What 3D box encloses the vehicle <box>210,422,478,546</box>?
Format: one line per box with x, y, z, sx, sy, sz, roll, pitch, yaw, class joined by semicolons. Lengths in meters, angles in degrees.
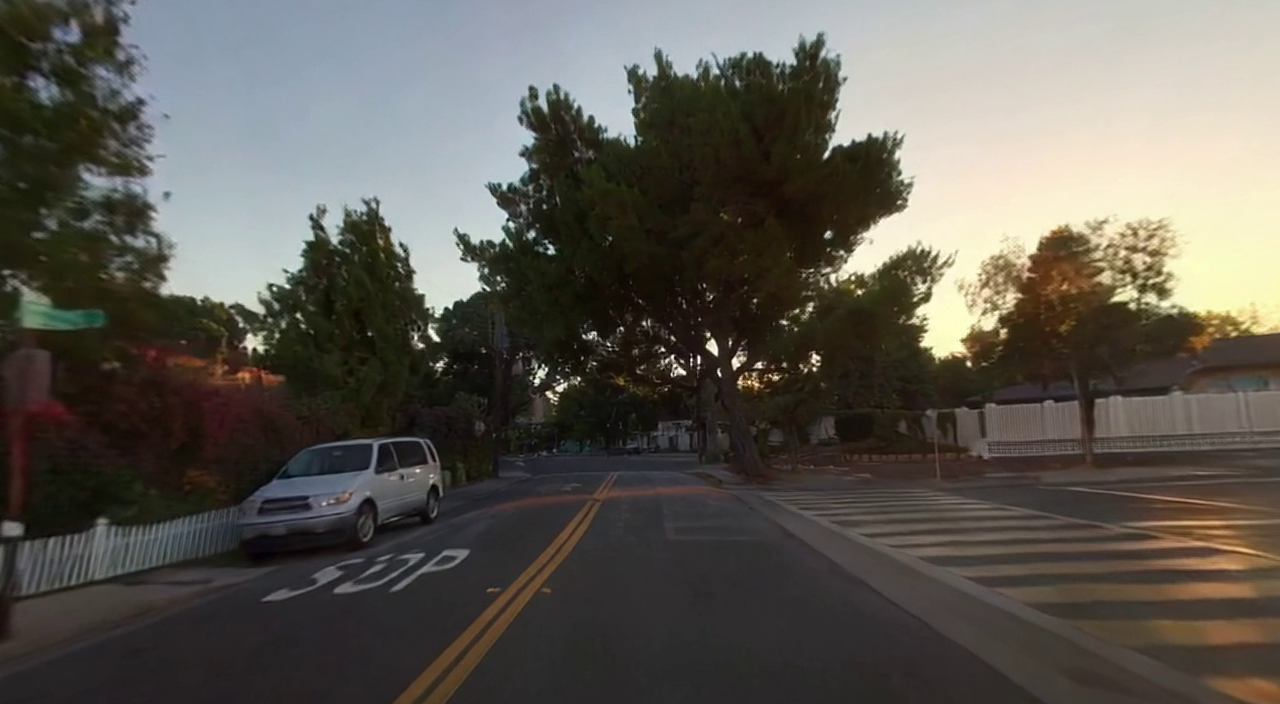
-5.497;2.507;13.073;2.308;1.899;6.107;-2;-8;4;vehicle
